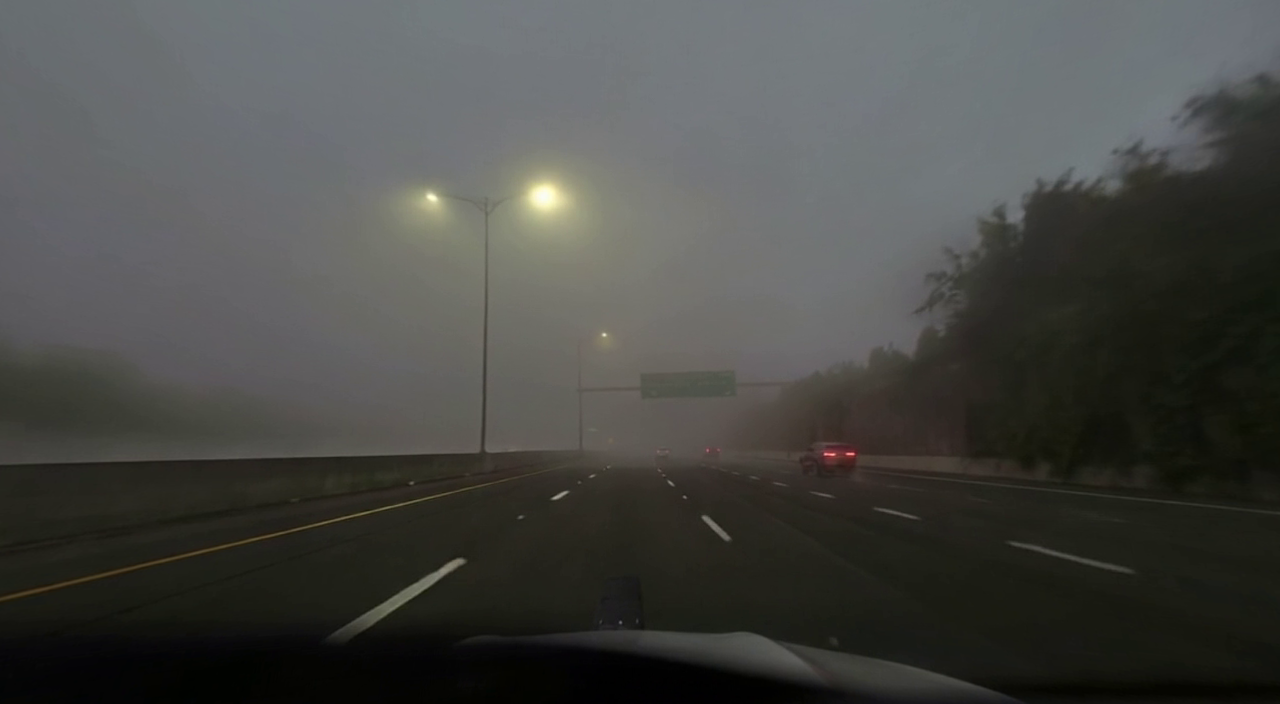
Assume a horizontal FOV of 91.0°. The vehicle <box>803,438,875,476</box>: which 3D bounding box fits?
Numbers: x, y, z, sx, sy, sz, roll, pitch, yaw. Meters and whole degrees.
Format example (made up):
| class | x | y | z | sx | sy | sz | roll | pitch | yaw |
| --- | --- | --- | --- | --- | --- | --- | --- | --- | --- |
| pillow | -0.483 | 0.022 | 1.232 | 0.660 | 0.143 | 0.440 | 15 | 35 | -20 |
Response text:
| class | x | y | z | sx | sy | sz | roll | pitch | yaw |
| --- | --- | --- | --- | --- | --- | --- | --- | --- | --- |
| vehicle | 10.100 | 5.362 | 32.365 | 2.167 | 1.781 | 4.340 | 0 | -9 | -1 |
